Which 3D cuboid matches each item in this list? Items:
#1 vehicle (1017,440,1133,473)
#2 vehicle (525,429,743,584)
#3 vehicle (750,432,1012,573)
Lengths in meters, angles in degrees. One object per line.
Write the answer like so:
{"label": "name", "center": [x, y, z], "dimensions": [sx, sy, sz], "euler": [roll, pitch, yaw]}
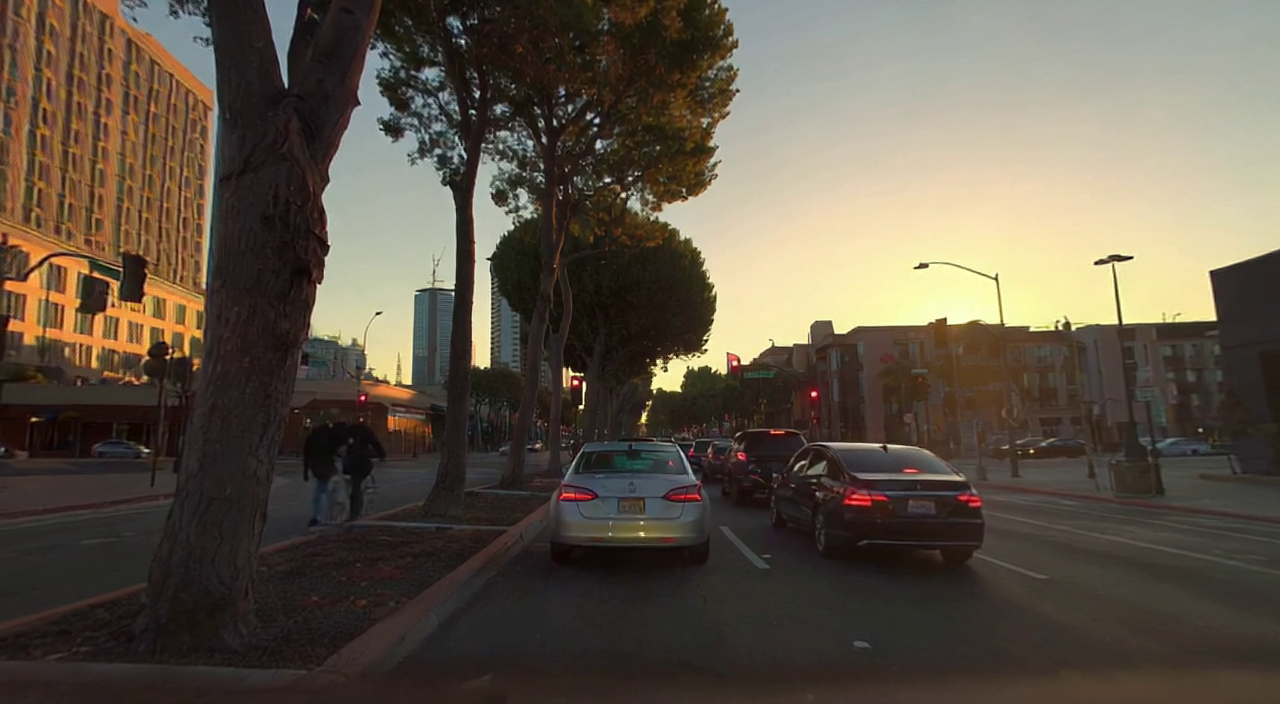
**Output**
{"label": "vehicle", "center": [22.947, 5.548, 33.409], "dimensions": [4.610, 1.622, 1.934], "euler": [-1, -8, 4]}
{"label": "vehicle", "center": [-0.094, 1.791, 8.180], "dimensions": [2.087, 1.456, 4.143], "euler": [0, -8, -1]}
{"label": "vehicle", "center": [2.906, 1.894, 8.780], "dimensions": [1.893, 1.446, 4.270], "euler": [0, -8, -1]}
